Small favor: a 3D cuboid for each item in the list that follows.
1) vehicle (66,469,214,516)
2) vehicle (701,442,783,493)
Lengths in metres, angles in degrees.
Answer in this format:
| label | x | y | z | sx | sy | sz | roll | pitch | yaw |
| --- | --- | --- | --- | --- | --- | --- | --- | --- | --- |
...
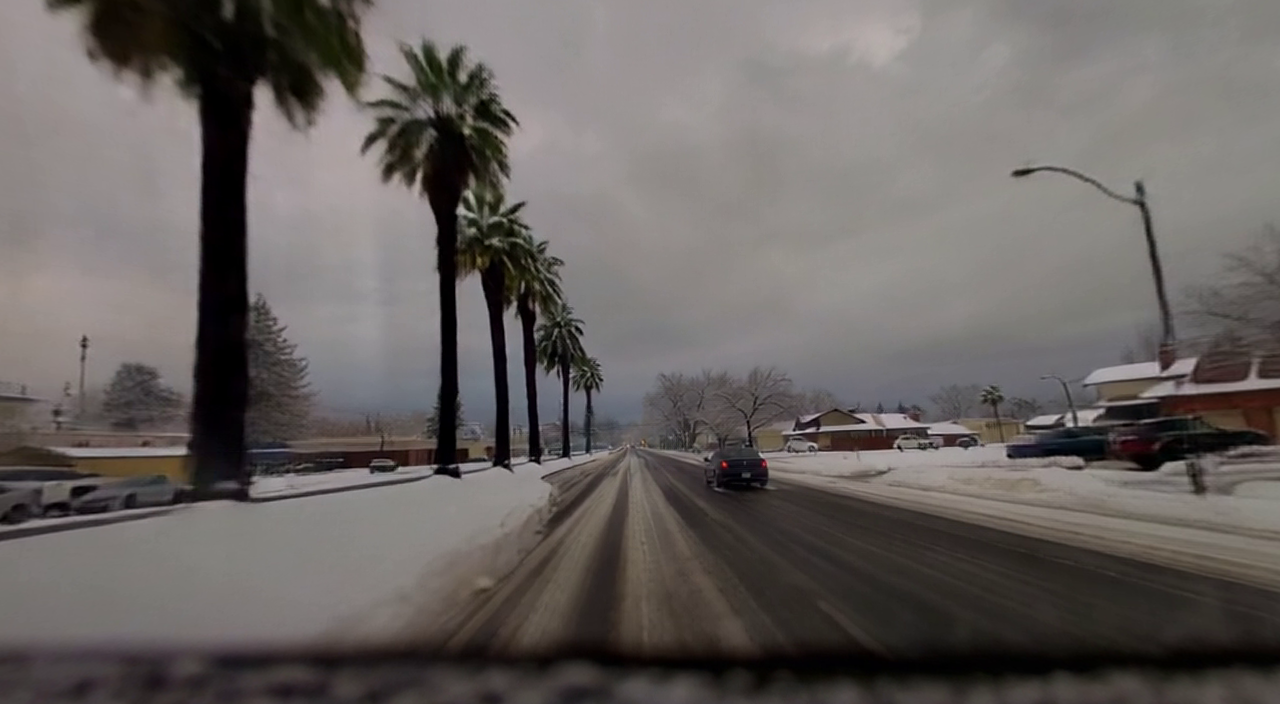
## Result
| label | x | y | z | sx | sy | sz | roll | pitch | yaw |
| --- | --- | --- | --- | --- | --- | --- | --- | --- | --- |
| vehicle | -19.149 | 5.364 | 24.550 | 1.897 | 1.482 | 4.707 | 0 | -9 | 0 |
| vehicle | 3.241 | 3.755 | 20.996 | 1.989 | 1.492 | 4.689 | 0 | -9 | 1 |
